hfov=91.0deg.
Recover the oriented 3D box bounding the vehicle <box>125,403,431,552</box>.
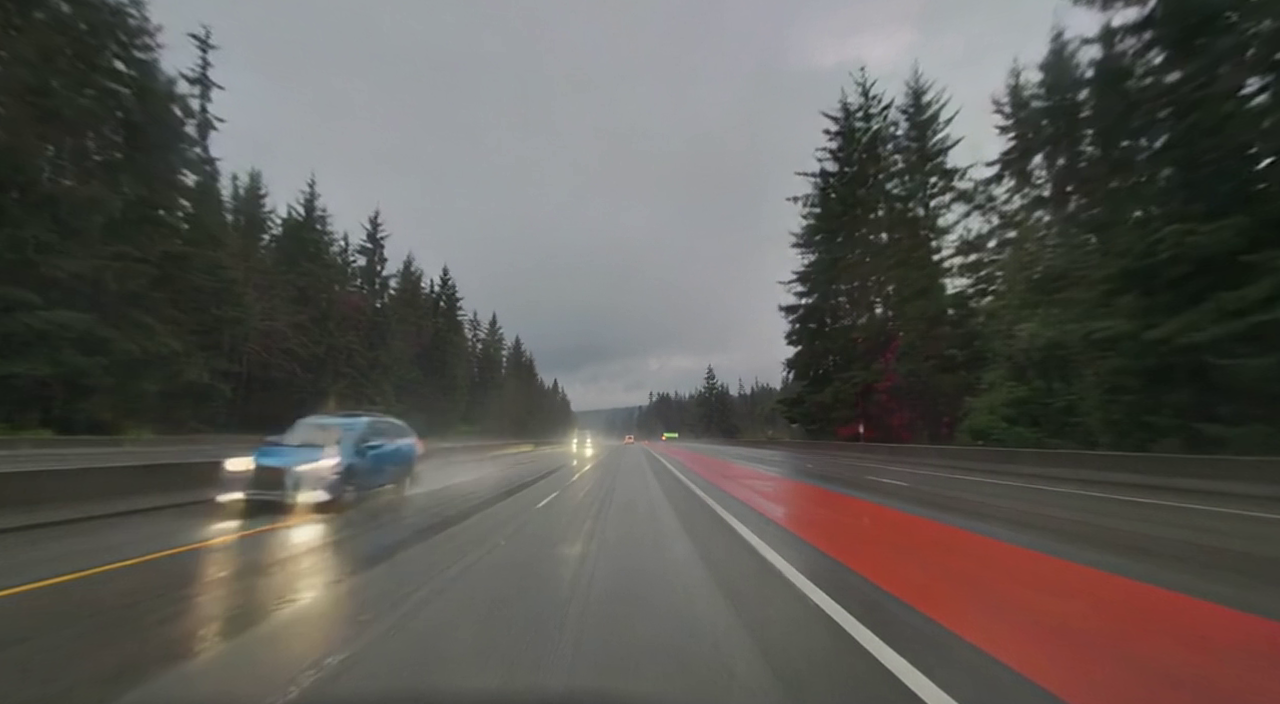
[{"bbox_3d":[-5.010,1.784,9.710,2.067,1.721,4.529,0,-8,-1],"label":"vehicle"}]
